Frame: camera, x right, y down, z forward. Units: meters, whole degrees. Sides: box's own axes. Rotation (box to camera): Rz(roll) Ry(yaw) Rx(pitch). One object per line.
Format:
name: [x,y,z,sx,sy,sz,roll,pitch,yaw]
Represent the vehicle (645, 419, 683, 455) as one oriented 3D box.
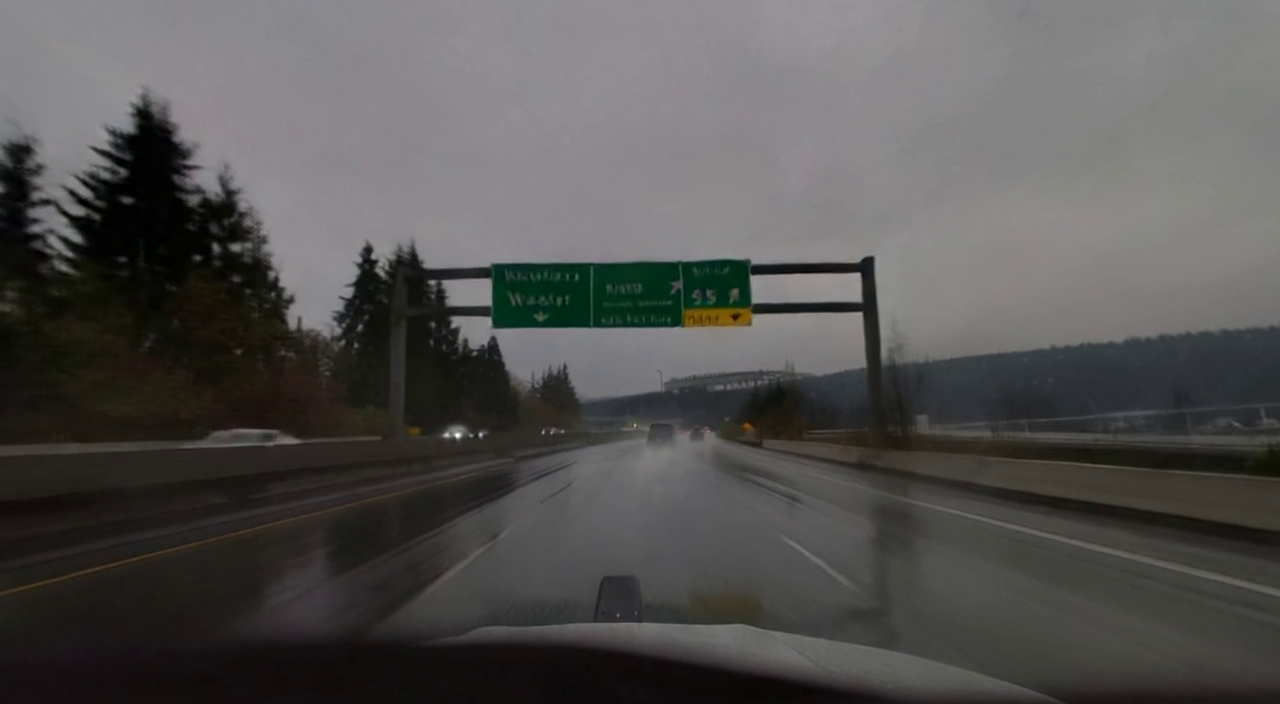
vehicle: [1.639,5.893,43.643,2.450,2.314,4.753,0,-8,2]
